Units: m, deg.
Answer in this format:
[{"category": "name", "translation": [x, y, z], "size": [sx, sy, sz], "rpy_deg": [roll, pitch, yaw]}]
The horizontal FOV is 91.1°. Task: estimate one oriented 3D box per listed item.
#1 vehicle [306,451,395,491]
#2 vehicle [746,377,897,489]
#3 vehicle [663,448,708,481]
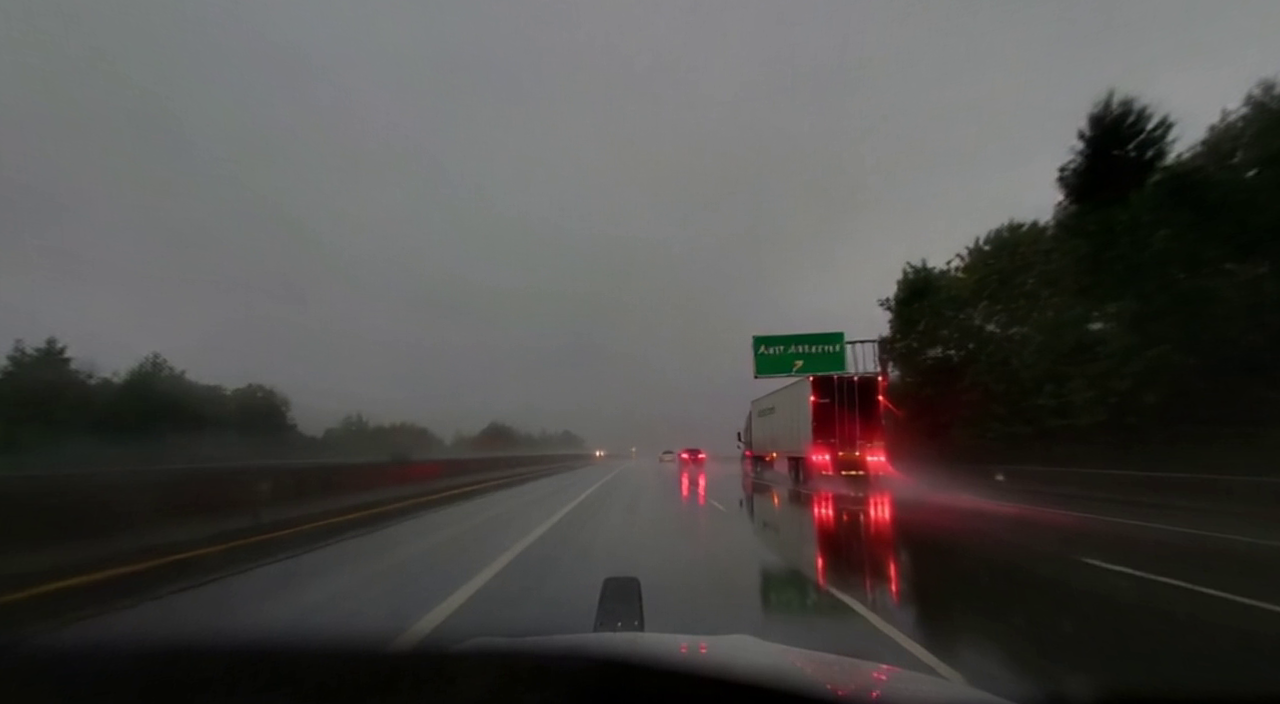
[{"category": "vehicle", "translation": [-11.985, 4.923, 26.349], "size": [1.854, 1.514, 3.892], "rpy_deg": [0, -9, 0]}, {"category": "vehicle", "translation": [7.756, 3.996, 29.773], "size": [2.907, 4.042, 13.858], "rpy_deg": [0, -9, 0]}, {"category": "vehicle", "translation": [2.285, 5.735, 32.351], "size": [2.024, 1.579, 3.707], "rpy_deg": [-1, -9, 0]}]
